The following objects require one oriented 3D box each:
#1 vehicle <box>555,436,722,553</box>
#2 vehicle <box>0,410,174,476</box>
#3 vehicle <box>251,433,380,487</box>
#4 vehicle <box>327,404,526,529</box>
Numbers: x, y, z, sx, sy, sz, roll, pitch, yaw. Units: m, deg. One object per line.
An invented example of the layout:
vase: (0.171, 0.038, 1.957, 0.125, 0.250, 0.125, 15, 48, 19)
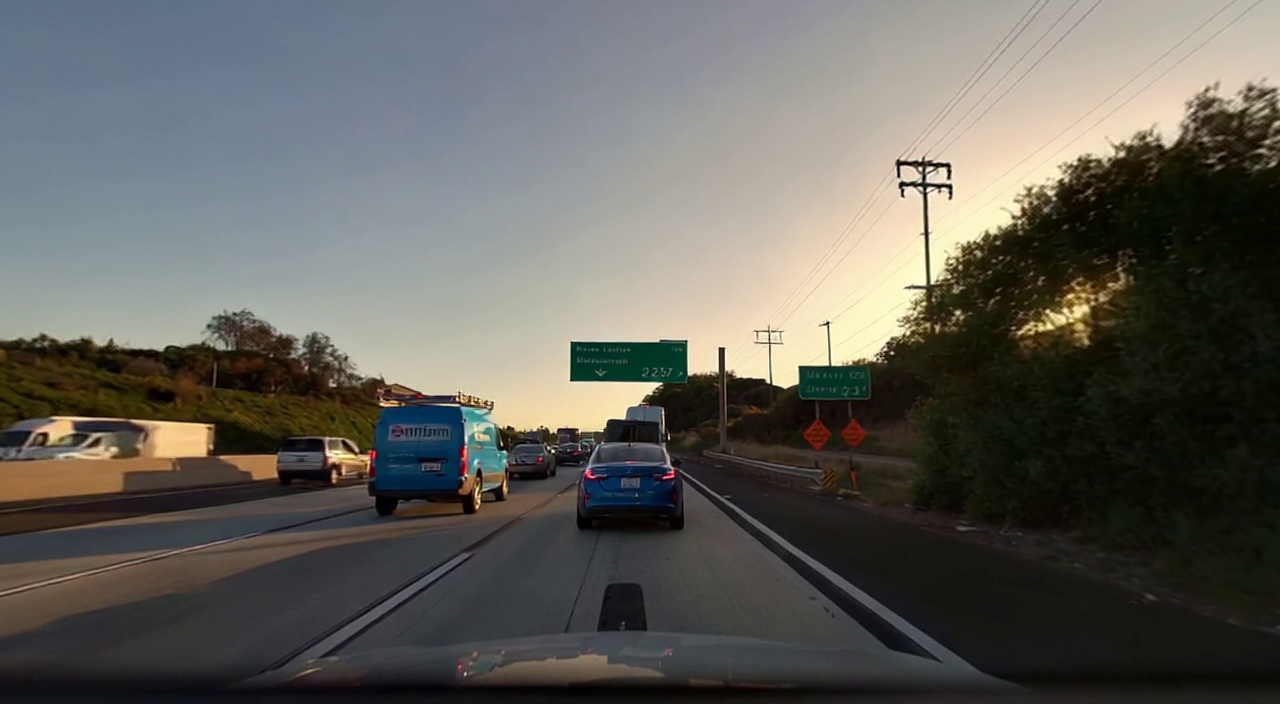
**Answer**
vehicle: (-0.023, 2.067, 9.863, 2.054, 1.421, 4.090, 0, -8, 0)
vehicle: (-37.389, 6.082, 41.973, 2.933, 3.731, 11.455, -1, -8, 4)
vehicle: (-11.415, 3.829, 22.582, 2.000, 1.695, 4.806, 0, -8, 1)
vehicle: (-3.784, 2.140, 12.220, 2.142, 1.952, 4.556, 0, -8, 1)
